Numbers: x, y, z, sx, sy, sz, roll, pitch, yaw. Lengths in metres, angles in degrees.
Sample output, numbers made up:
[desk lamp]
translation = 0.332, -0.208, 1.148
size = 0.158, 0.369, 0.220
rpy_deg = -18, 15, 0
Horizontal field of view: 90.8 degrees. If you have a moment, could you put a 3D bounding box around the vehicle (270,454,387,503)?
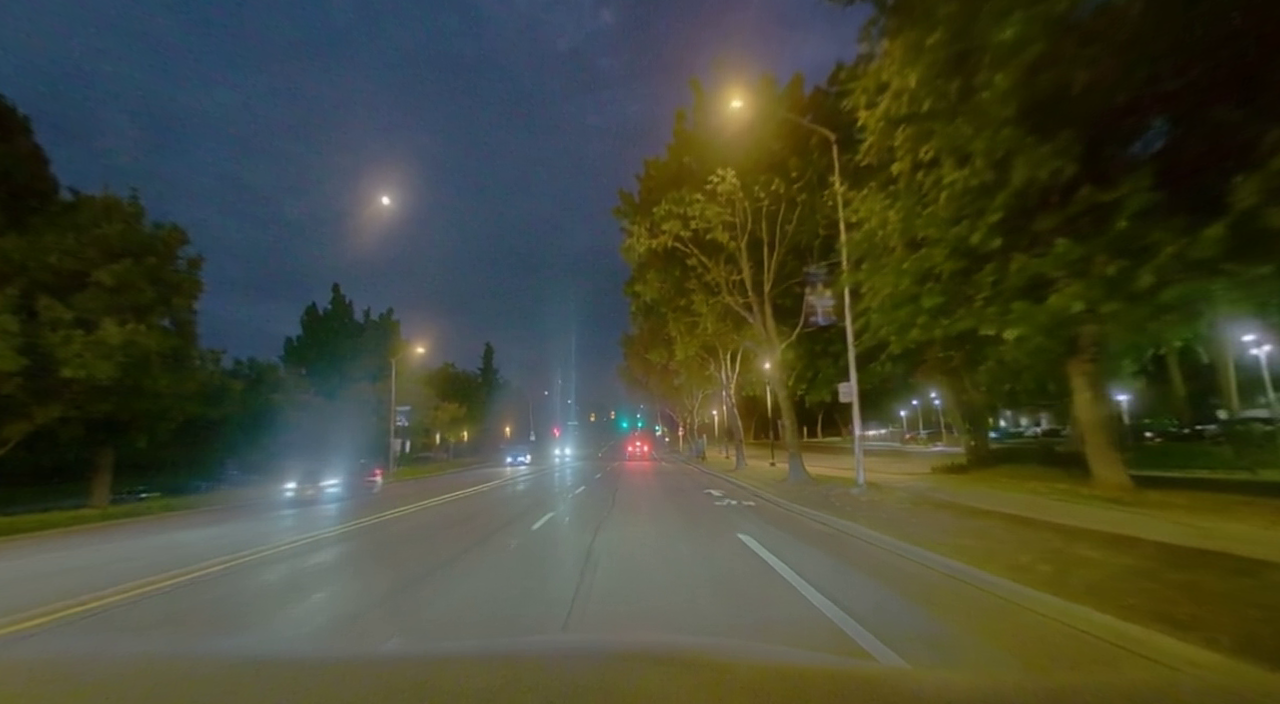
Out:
[vehicle]
translation = -10.767, 4.373, 22.262
size = 1.948, 1.481, 4.380
rpy_deg = 0, -9, -1
